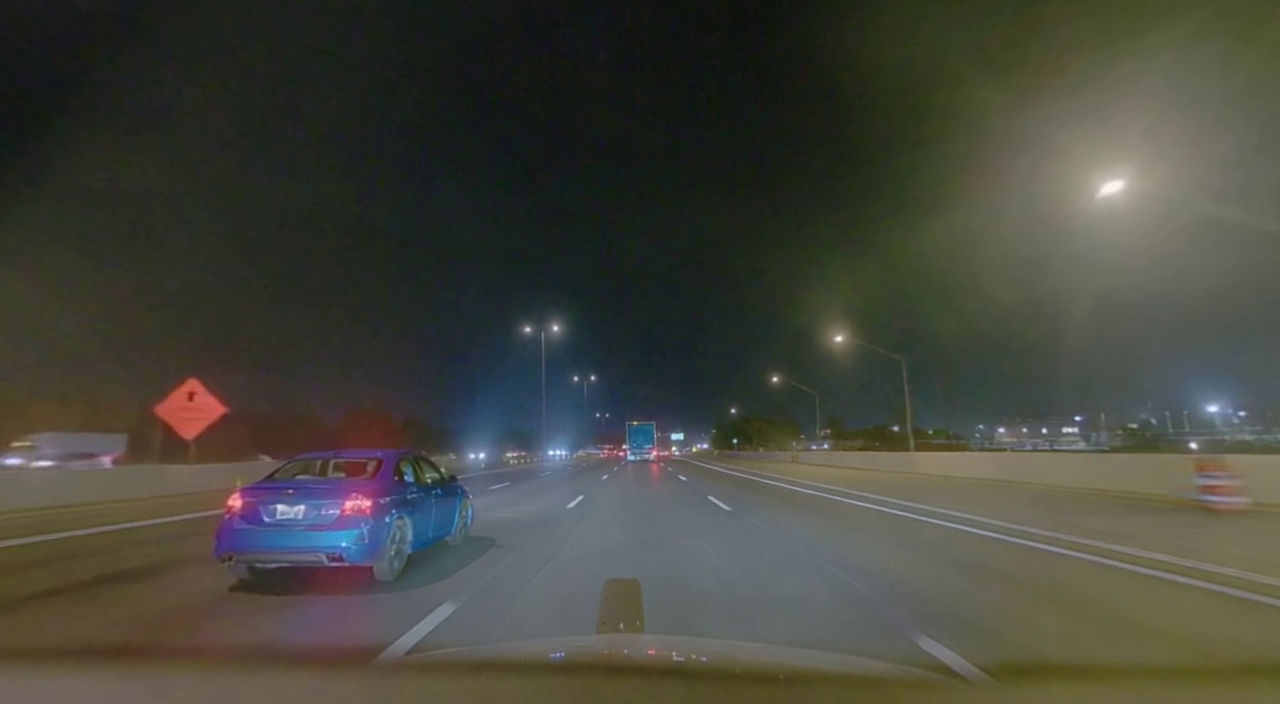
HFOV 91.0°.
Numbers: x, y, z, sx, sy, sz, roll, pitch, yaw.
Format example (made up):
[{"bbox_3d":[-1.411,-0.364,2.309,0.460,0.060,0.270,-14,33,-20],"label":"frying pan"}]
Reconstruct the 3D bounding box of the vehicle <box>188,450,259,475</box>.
[{"bbox_3d":[-26.872,7.139,40.805,1.862,1.525,3.987,0,-9,0],"label":"vehicle"}]

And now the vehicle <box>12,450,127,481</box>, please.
[{"bbox_3d":[-33.351,6.617,37.067,2.119,1.659,4.960,0,-9,-1],"label":"vehicle"}]
